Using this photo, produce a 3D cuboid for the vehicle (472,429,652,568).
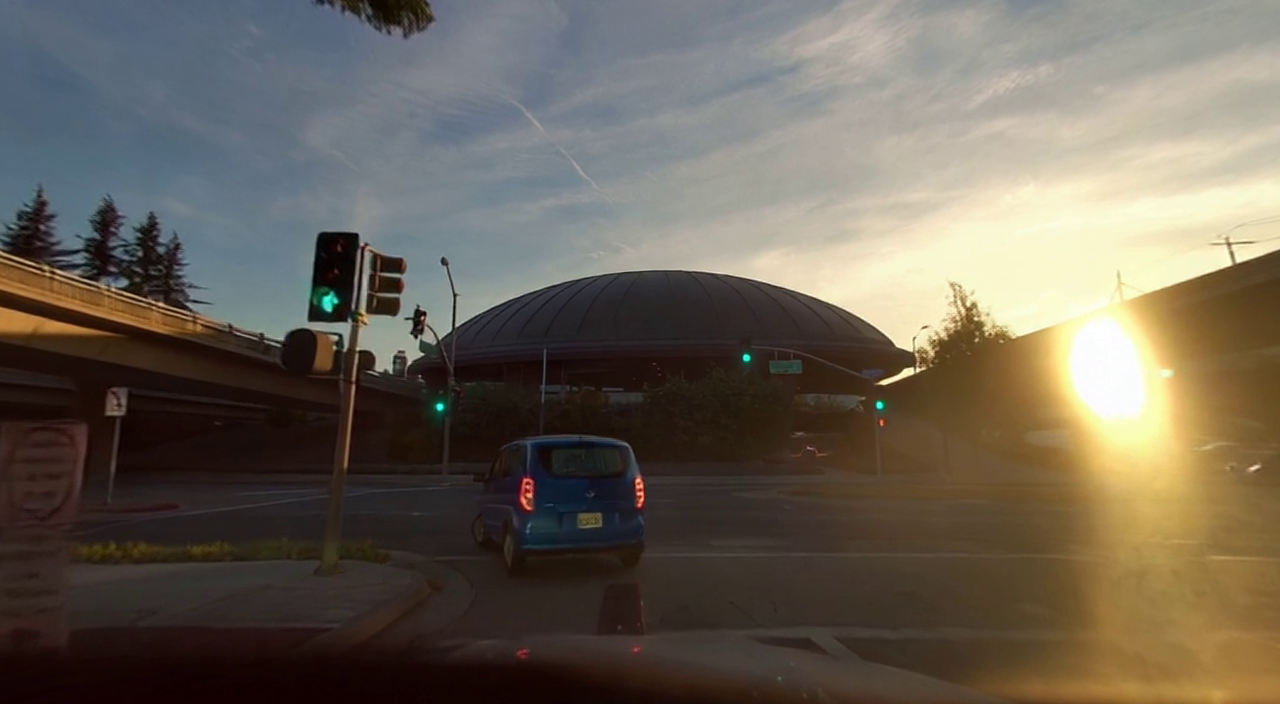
[{"bbox_3d":[-1.363,2.023,9.442,1.976,1.584,3.772,3,-9,-17],"label":"vehicle"}]
